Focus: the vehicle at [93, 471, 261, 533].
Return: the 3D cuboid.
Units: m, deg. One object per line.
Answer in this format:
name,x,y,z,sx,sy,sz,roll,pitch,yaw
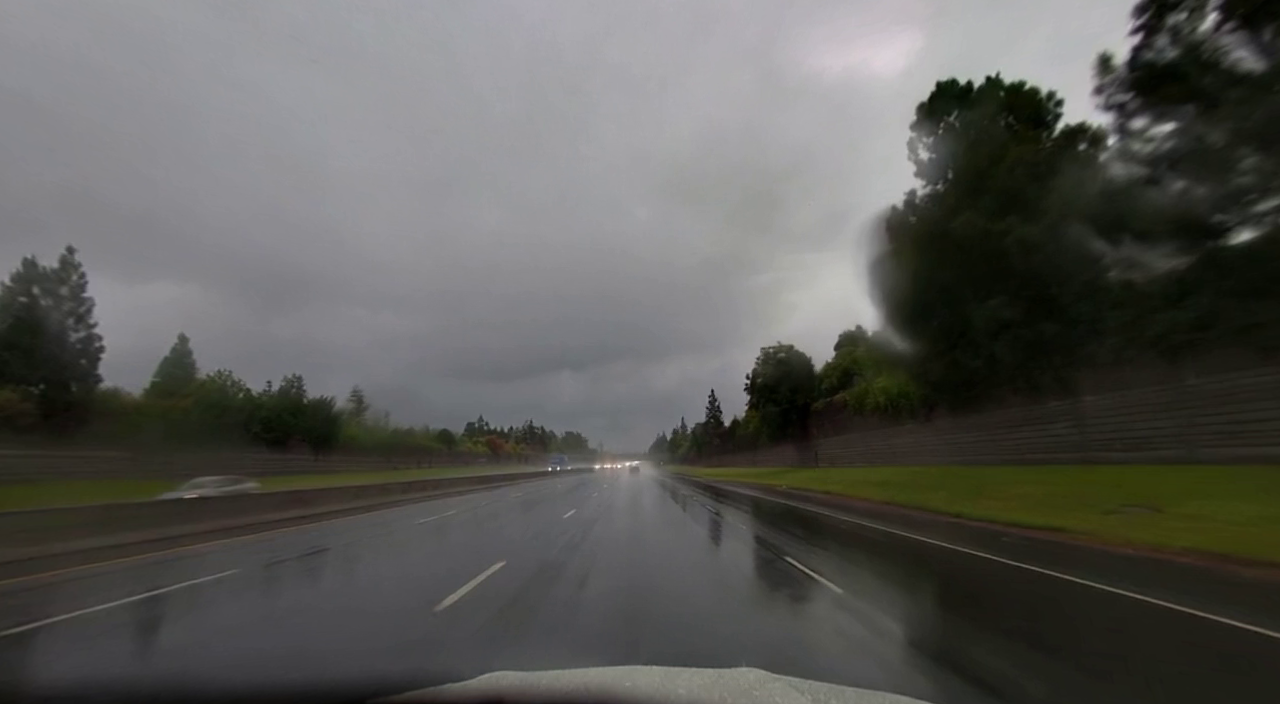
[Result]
vehicle,-12.692,4.102,17.614,1.761,1.454,3.797,1,-10,0
